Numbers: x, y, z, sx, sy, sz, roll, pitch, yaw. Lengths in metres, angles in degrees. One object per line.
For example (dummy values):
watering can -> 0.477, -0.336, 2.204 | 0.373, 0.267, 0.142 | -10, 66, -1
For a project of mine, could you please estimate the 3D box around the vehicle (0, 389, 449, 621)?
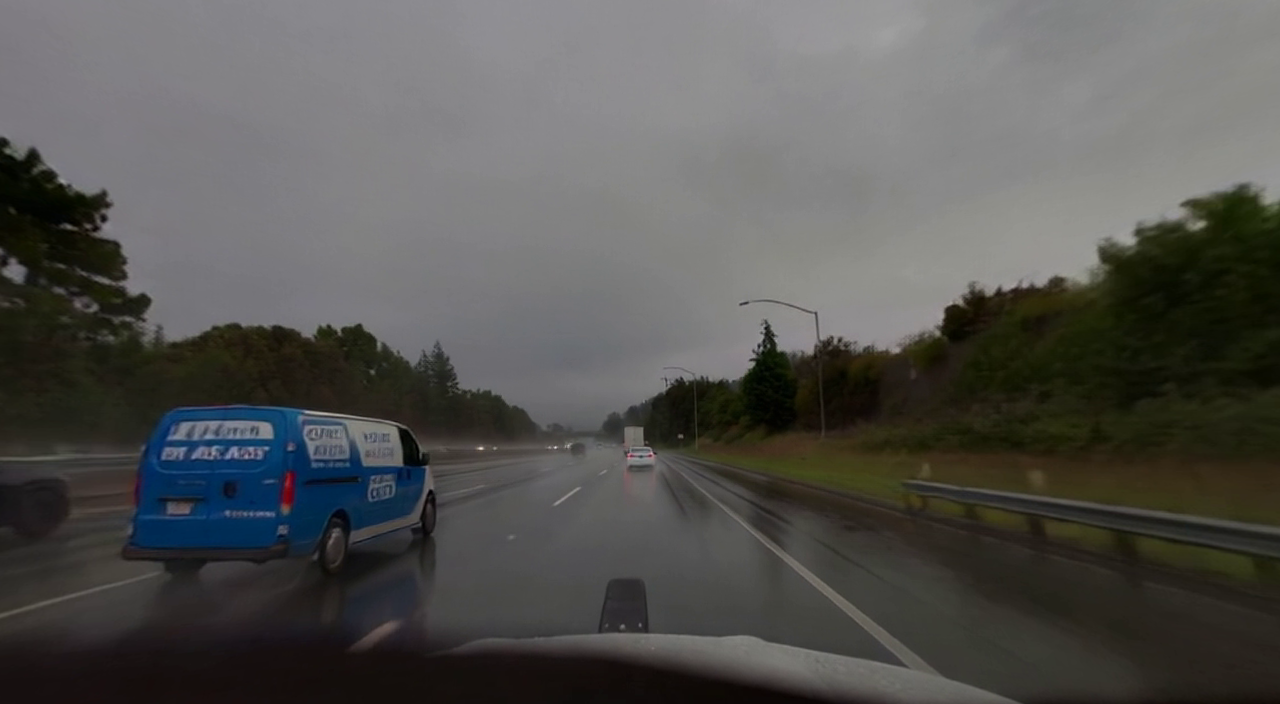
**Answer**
vehicle -> -4.216, 1.618, 7.693 | 2.174, 1.862, 5.012 | 0, -9, 0

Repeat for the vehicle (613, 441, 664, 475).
vehicle -> -0.059, 5.006, 29.946 | 2.238, 1.479, 3.672 | 0, -9, 0
